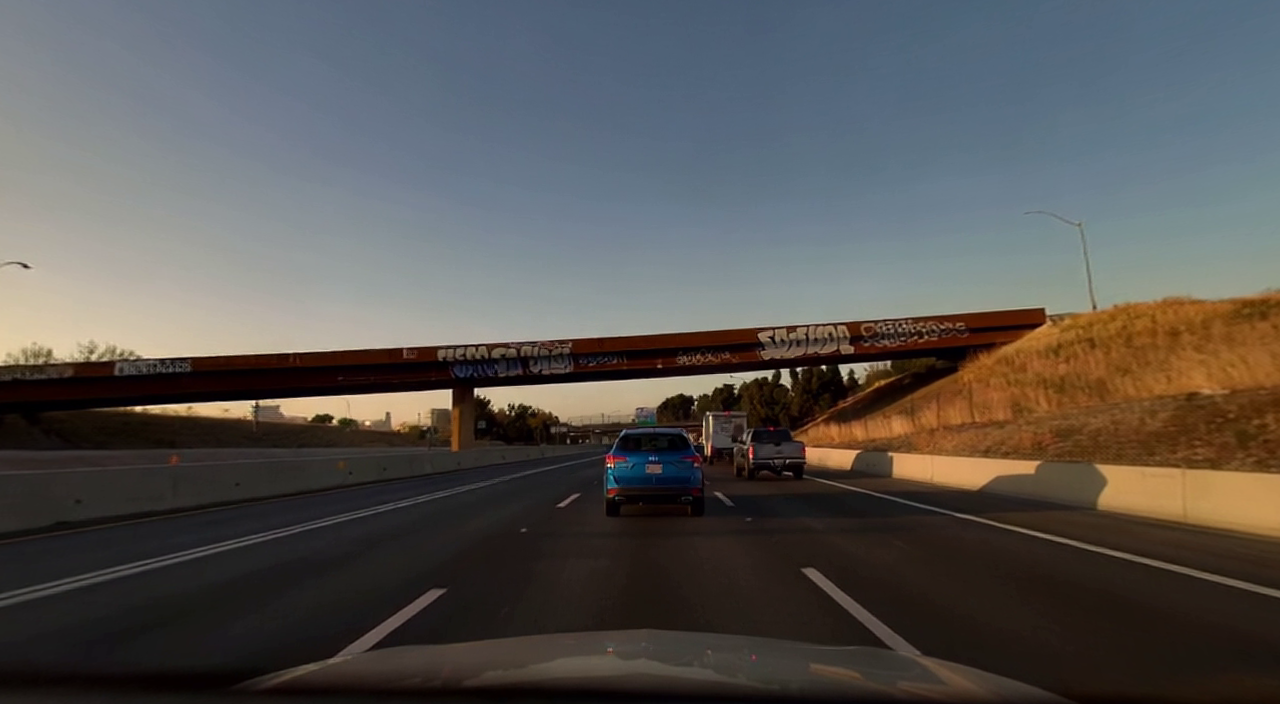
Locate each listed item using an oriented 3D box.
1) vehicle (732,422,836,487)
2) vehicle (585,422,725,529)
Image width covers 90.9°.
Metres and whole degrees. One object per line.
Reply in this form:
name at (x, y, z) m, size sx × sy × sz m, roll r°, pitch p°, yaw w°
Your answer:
vehicle at (4.726, 3.494, 21.773) m, size 2.311 × 1.922 × 5.977 m, roll -1°, pitch -8°, yaw 1°
vehicle at (0.268, 2.235, 11.922) m, size 2.193 × 1.651 × 3.946 m, roll 0°, pitch -8°, yaw 1°
